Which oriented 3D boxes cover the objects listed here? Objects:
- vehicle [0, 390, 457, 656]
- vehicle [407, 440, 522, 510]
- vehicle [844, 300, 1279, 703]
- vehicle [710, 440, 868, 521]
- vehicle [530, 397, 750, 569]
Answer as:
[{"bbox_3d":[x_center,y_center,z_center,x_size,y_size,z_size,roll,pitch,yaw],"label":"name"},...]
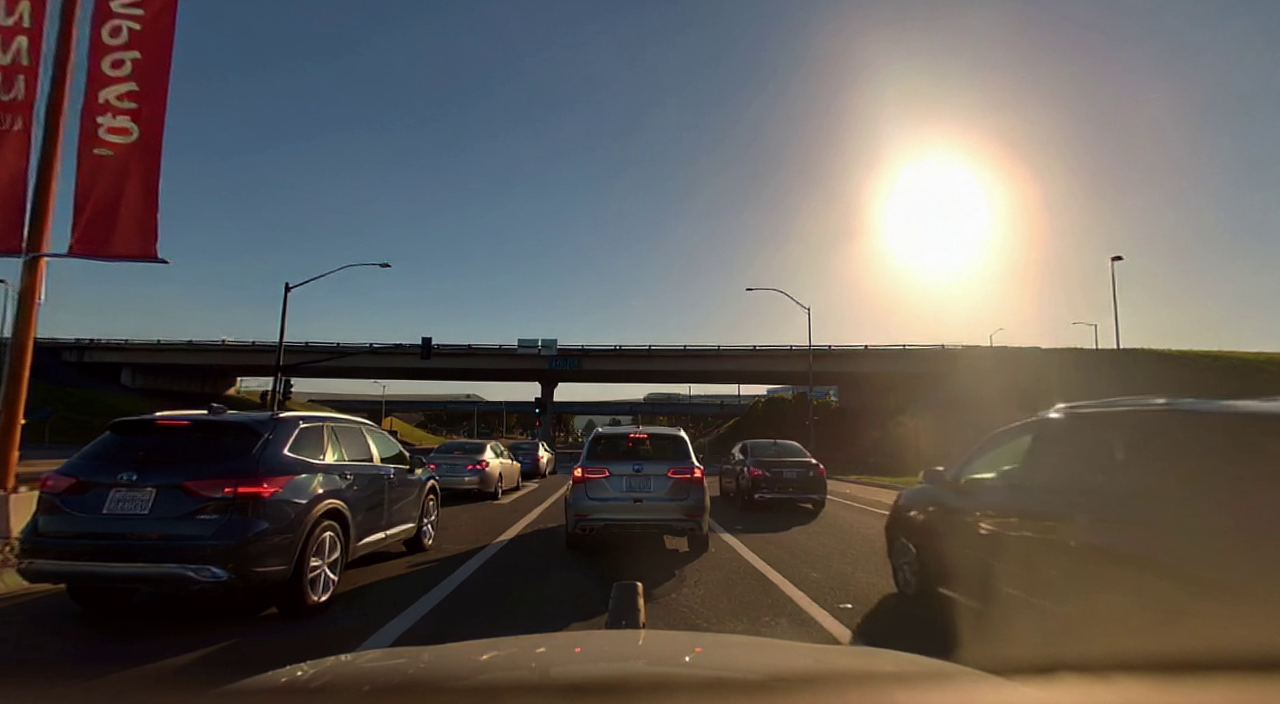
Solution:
[{"bbox_3d":[-3.493,1.425,6.270,2.039,1.709,4.265,0,-9,0],"label":"vehicle"},{"bbox_3d":[-4.151,2.944,15.437,1.797,1.505,3.506,0,-9,0],"label":"vehicle"},{"bbox_3d":[3.167,1.034,4.142,2.016,1.804,4.681,0,-9,-1],"label":"vehicle"},{"bbox_3d":[3.043,2.760,14.138,2.228,1.472,4.939,0,-9,-1],"label":"vehicle"},{"bbox_3d":[-0.076,1.771,9.212,2.409,1.864,4.471,0,-9,-2],"label":"vehicle"}]
